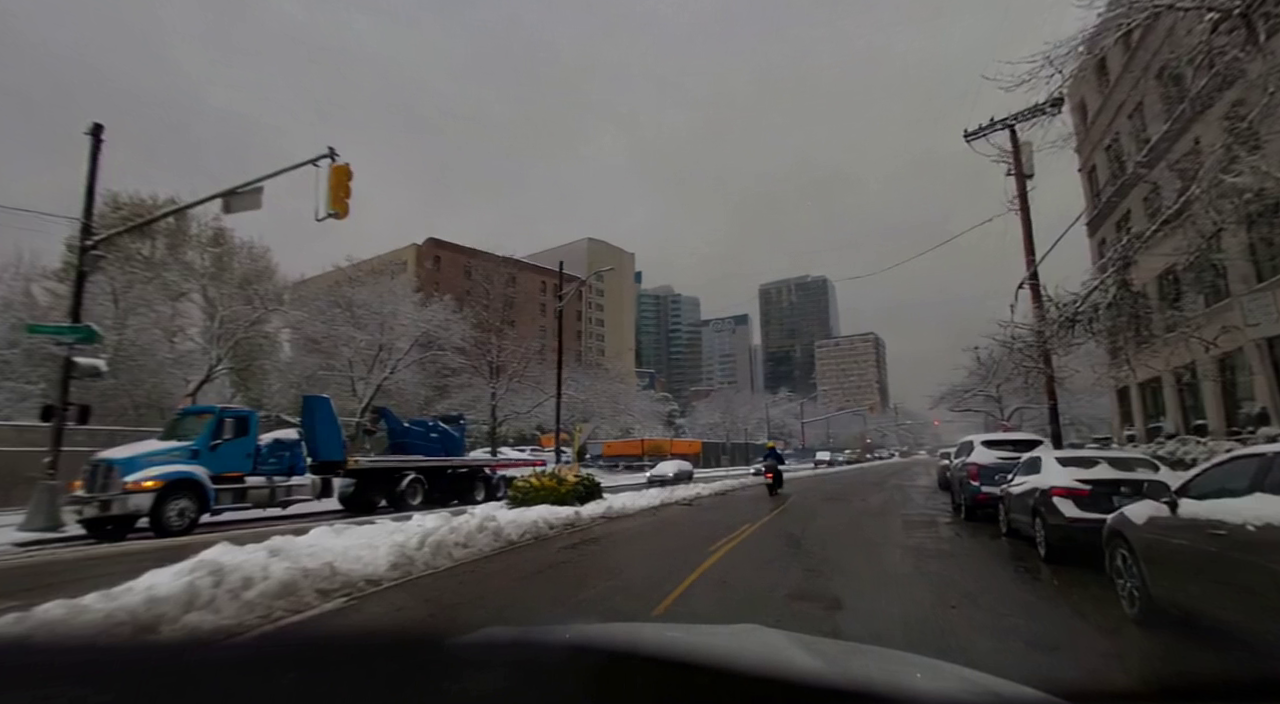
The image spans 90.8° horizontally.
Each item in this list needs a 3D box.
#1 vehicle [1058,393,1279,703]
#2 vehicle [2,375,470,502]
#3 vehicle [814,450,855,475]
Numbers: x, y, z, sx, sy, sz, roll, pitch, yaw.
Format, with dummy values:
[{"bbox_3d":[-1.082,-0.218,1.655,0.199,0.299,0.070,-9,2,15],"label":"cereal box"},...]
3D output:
[{"bbox_3d":[4.267,1.121,3.410,2.077,1.685,4.493,-2,-9,17],"label":"vehicle"},{"bbox_3d":[-13.679,3.685,25.654,3.442,3.445,16.952,-4,-10,22],"label":"vehicle"},{"bbox_3d":[13.613,7.693,44.074,1.925,1.602,4.090,-4,-10,27],"label":"vehicle"}]
